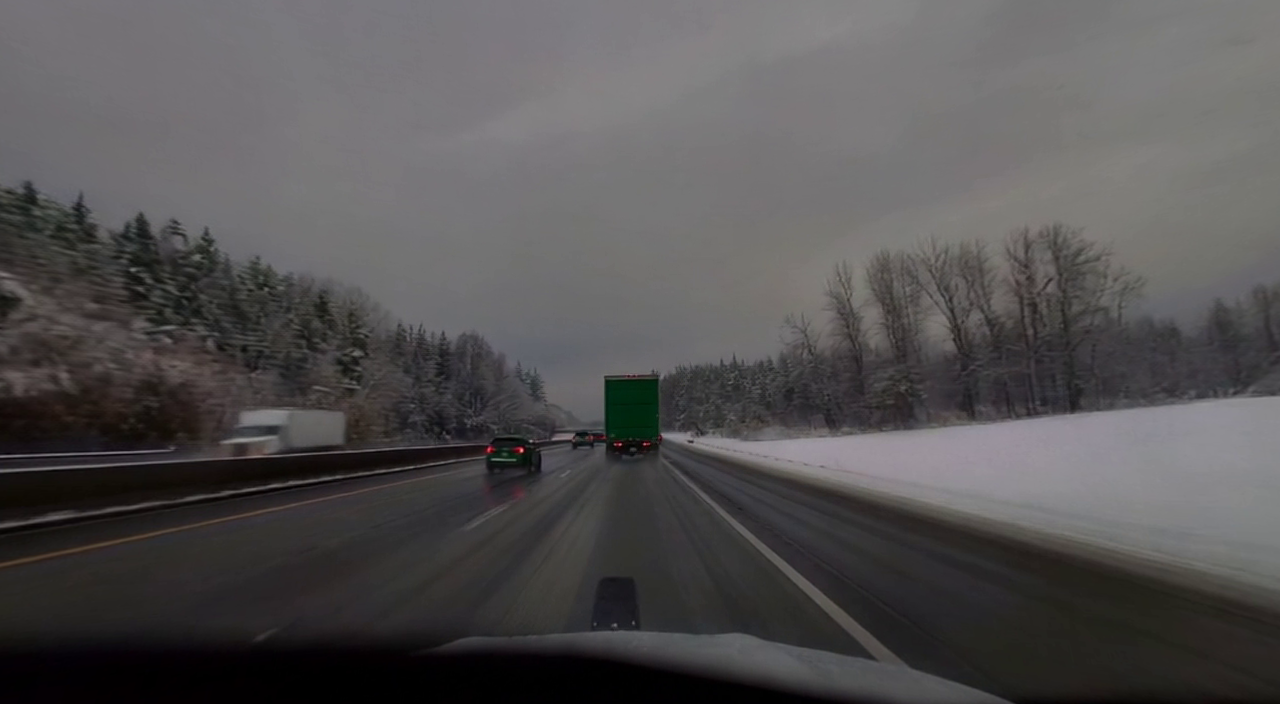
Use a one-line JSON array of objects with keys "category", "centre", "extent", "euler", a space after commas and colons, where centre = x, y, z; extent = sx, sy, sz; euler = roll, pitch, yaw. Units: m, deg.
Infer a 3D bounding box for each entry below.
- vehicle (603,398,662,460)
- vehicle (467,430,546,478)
[{"category": "vehicle", "centre": [-0.303, 3.153, 25.737], "extent": [2.319, 2.461, 1.270], "euler": [0, -8, 0]}, {"category": "vehicle", "centre": [-4.508, 3.488, 21.898], "extent": [1.909, 1.520, 3.897], "euler": [0, -8, -1]}]
